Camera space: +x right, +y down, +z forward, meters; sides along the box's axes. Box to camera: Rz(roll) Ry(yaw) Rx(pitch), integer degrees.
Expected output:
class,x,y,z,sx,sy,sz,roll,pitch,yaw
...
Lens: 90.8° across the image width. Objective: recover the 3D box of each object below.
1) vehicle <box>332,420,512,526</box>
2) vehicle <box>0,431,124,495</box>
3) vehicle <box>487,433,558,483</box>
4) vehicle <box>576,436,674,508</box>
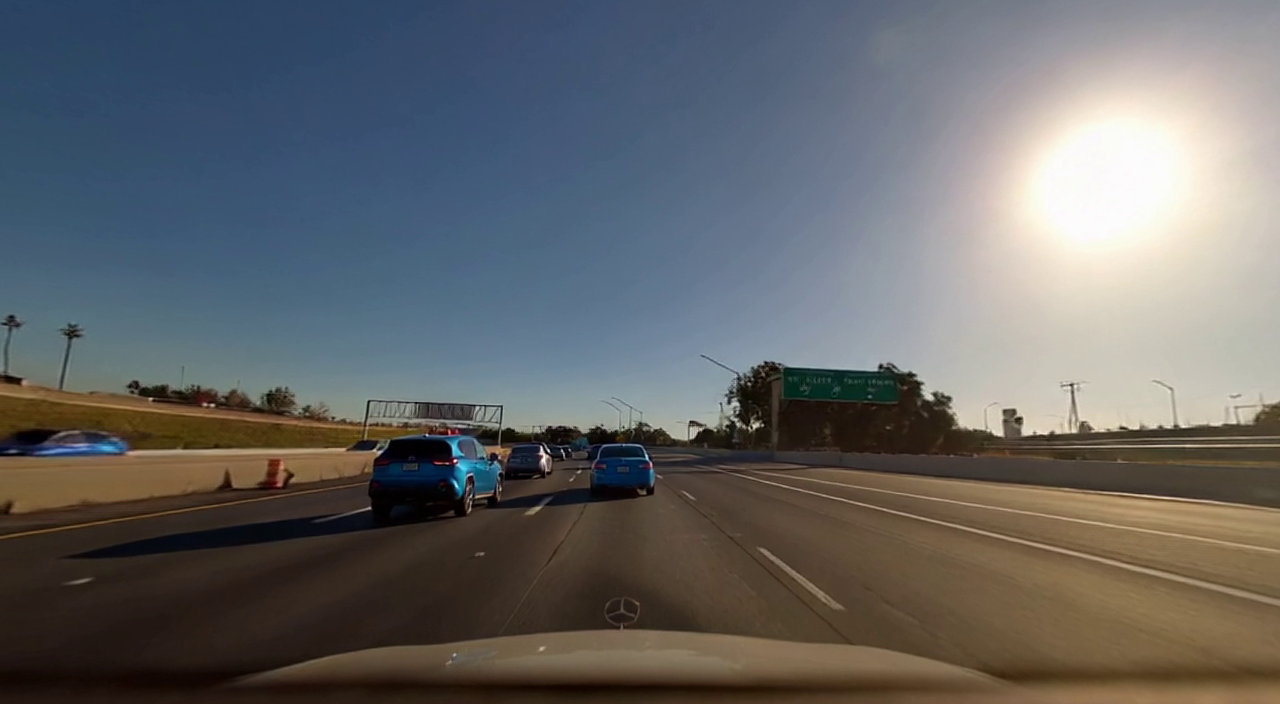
class,x,y,z,sx,sy,sz,roll,pitch,yaw
vehicle,-3.953,2.273,12.341,2.025,1.708,4.089,0,-9,0
vehicle,-18.263,3.252,18.956,1.936,1.710,4.301,0,-8,-1
vehicle,-4.337,3.980,23.980,1.982,1.727,4.057,0,-9,-1
vehicle,-0.400,2.826,15.313,2.069,1.484,3.982,0,-9,-2
